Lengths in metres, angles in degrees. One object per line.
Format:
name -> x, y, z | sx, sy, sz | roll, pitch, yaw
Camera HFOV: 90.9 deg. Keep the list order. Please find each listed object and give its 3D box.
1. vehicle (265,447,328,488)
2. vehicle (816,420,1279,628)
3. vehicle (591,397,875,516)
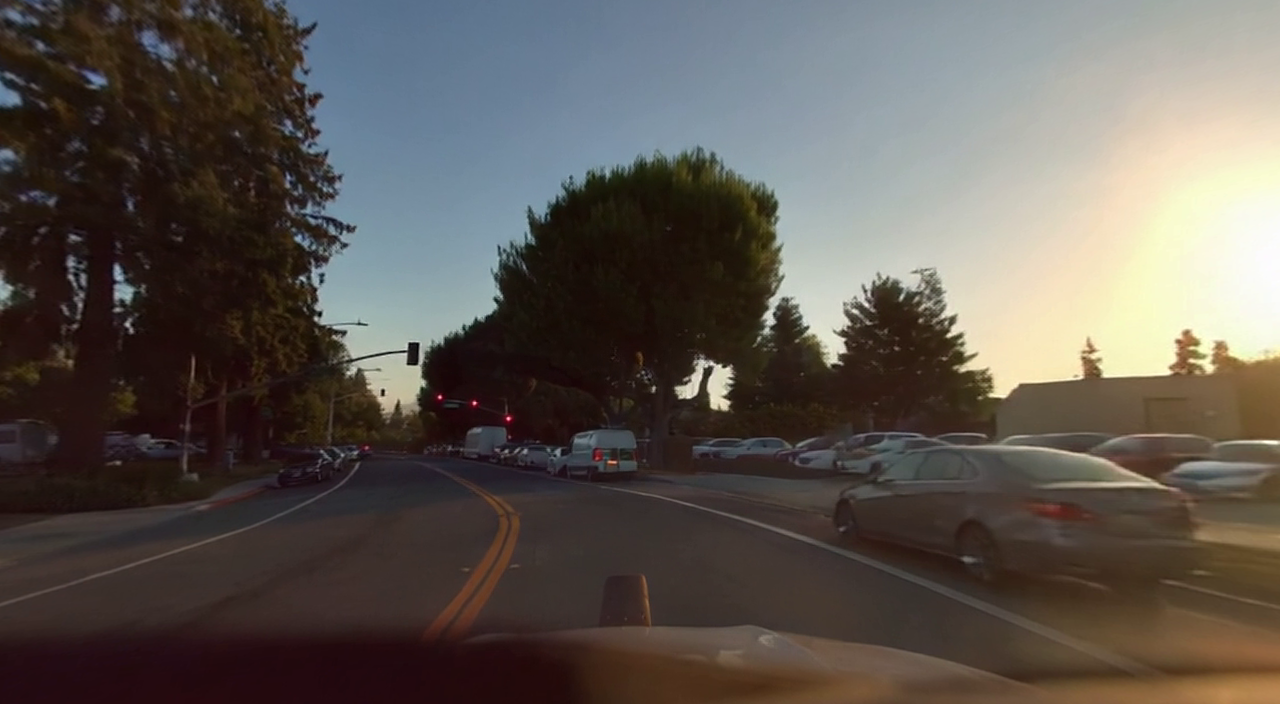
vehicle -> -14.317, 4.778, 26.494 | 1.950, 1.489, 4.214 | 2, -9, -24
vehicle -> 3.817, 1.579, 6.958 | 1.957, 1.479, 4.554 | 1, -8, -7
vehicle -> 1.508, 2.727, 17.000 | 3.041, 2.164, 10.370 | 2, -9, -19
